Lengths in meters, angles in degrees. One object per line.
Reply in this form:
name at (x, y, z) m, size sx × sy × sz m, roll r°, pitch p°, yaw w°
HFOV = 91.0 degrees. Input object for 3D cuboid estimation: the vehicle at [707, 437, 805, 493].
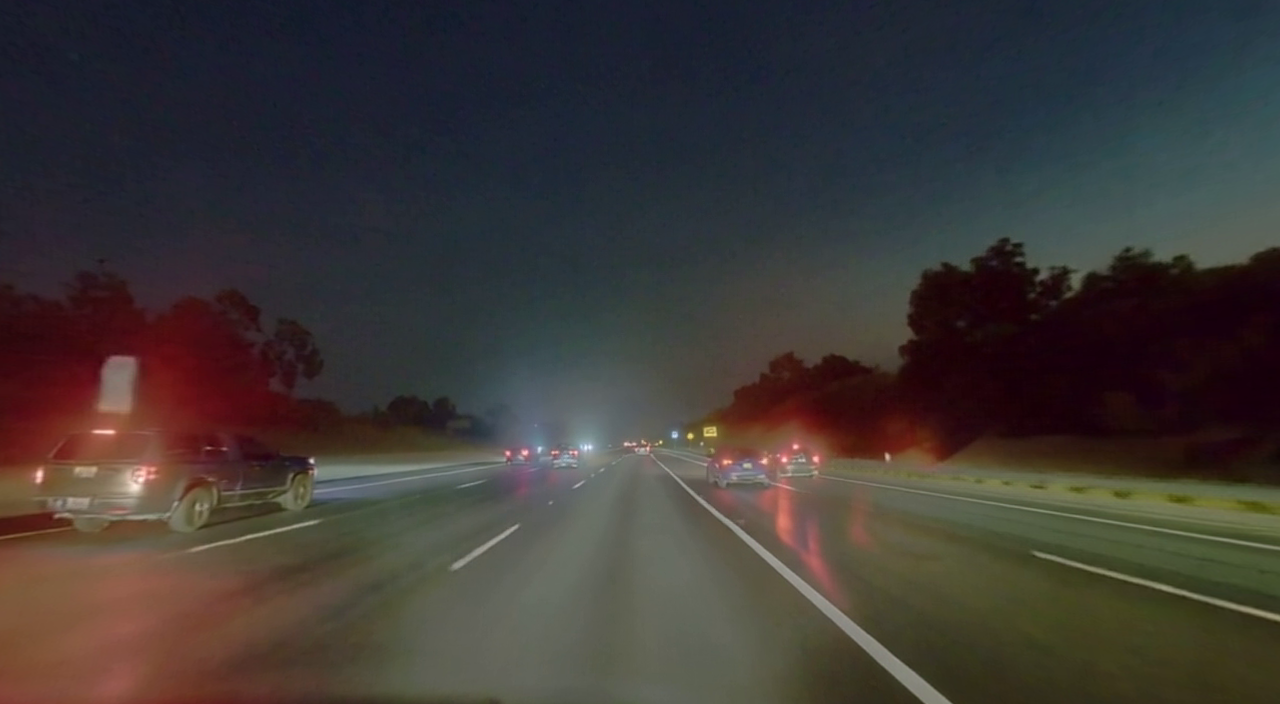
vehicle at (3.438, 3.458, 19.621) m, size 2.141 × 1.507 × 4.510 m, roll 0°, pitch -9°, yaw -1°

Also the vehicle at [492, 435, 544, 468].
vehicle at (-7.109, 5.831, 37.110) m, size 2.111 × 1.811 × 4.391 m, roll 0°, pitch -9°, yaw 1°

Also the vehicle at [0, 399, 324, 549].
vehicle at (-7.365, 1.858, 10.144) m, size 2.142 × 1.849 × 4.566 m, roll 0°, pitch -9°, yaw 0°

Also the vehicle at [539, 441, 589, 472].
vehicle at (-3.873, 5.413, 32.727) m, size 2.071 × 1.478 × 4.130 m, roll 0°, pitch -9°, yaw 0°
